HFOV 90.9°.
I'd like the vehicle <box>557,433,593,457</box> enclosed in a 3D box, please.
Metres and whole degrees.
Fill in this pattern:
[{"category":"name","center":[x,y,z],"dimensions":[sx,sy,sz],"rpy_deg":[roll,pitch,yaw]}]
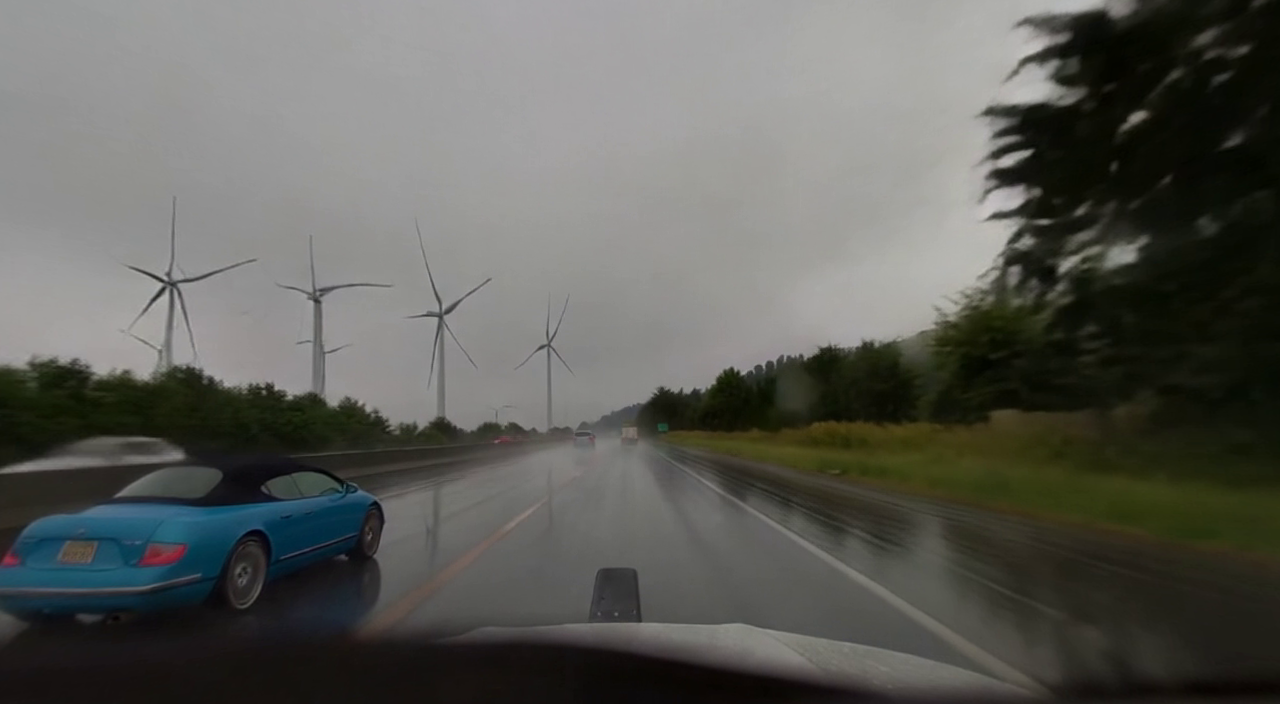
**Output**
[{"category":"vehicle","center":[-4.157,5.996,40.723],"dimensions":[2.024,1.456,3.754],"rpy_deg":[0,-8,-1]}]

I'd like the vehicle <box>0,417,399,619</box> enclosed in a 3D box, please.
[{"category":"vehicle","center":[-4.304,1.458,6.603],"dimensions":[1.969,1.413,4.194],"rpy_deg":[0,-8,-1]}]
